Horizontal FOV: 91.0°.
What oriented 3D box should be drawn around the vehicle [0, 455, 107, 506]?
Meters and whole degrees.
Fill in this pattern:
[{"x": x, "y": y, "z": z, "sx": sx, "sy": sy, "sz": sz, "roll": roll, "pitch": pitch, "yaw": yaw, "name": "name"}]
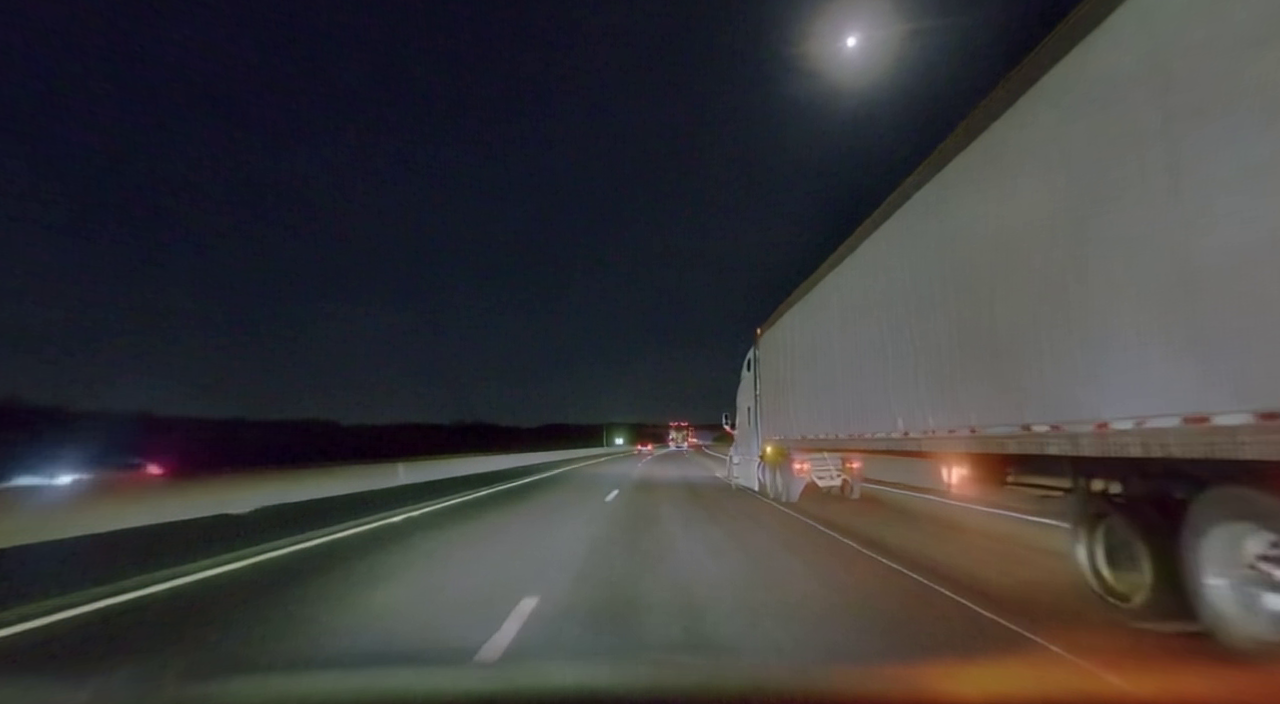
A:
[{"x": -21.853, "y": 4.490, "z": 22.271, "sx": 1.916, "sy": 1.564, "sz": 4.494, "roll": -1, "pitch": -8, "yaw": 2, "name": "vehicle"}]
